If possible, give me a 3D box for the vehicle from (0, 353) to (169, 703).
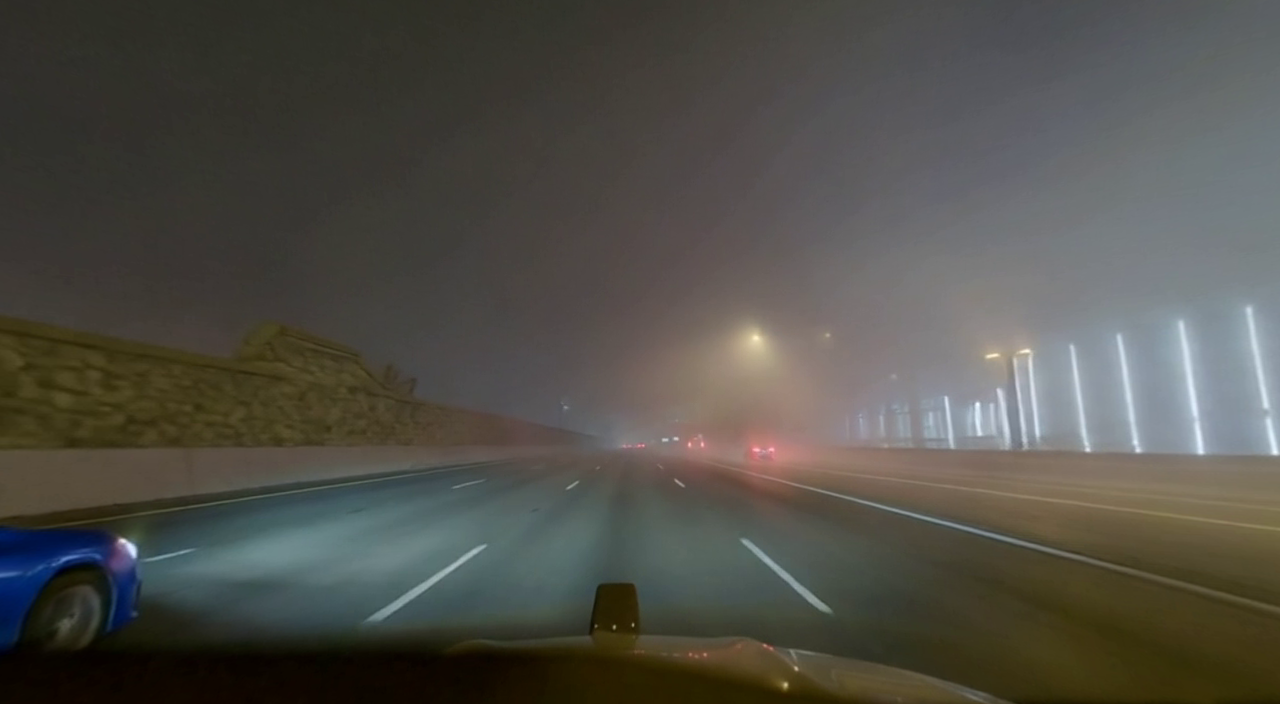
[{"bbox_3d":[-3.791,0.642,1.472,2.070,1.641,4.315,0,-8,-1],"label":"vehicle"}]
